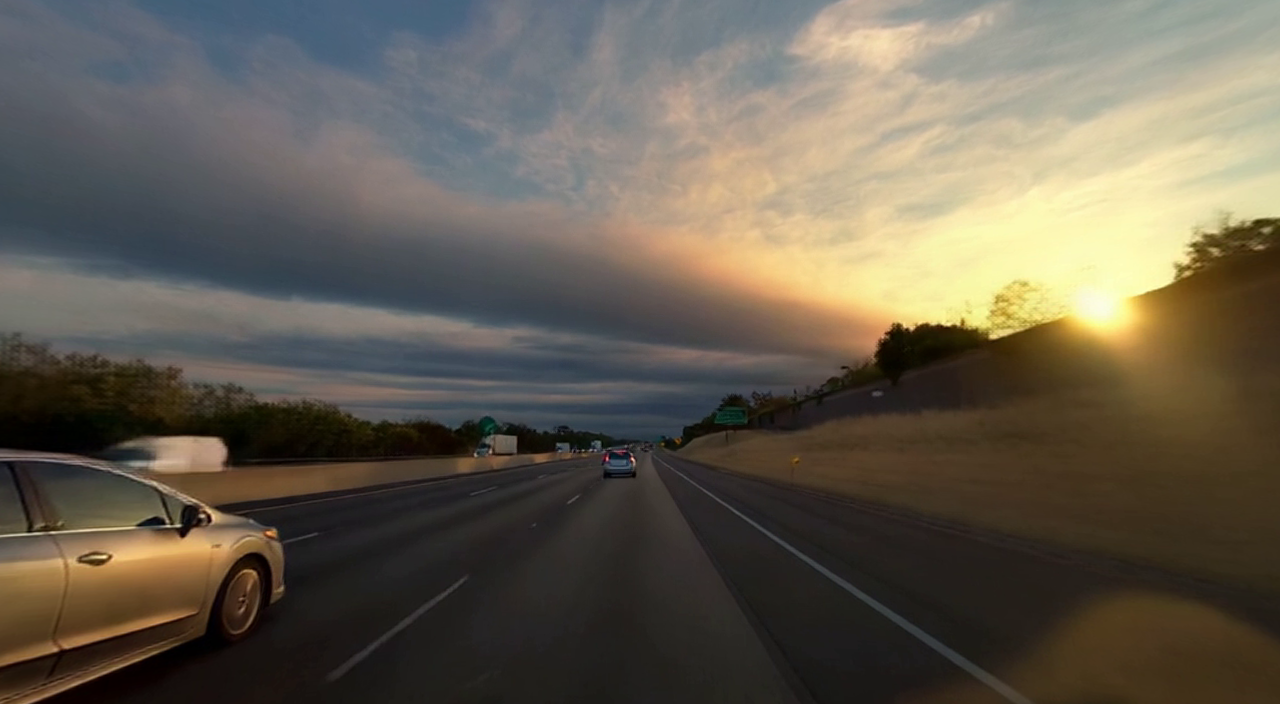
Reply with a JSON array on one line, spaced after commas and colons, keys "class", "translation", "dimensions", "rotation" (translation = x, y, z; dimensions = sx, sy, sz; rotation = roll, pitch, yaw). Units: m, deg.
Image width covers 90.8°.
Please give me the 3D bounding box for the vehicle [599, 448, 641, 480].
[{"class": "vehicle", "translation": [-0.946, 5.612, 31.865], "dimensions": [1.908, 1.515, 3.871], "rotation": [0, -9, 1]}]
